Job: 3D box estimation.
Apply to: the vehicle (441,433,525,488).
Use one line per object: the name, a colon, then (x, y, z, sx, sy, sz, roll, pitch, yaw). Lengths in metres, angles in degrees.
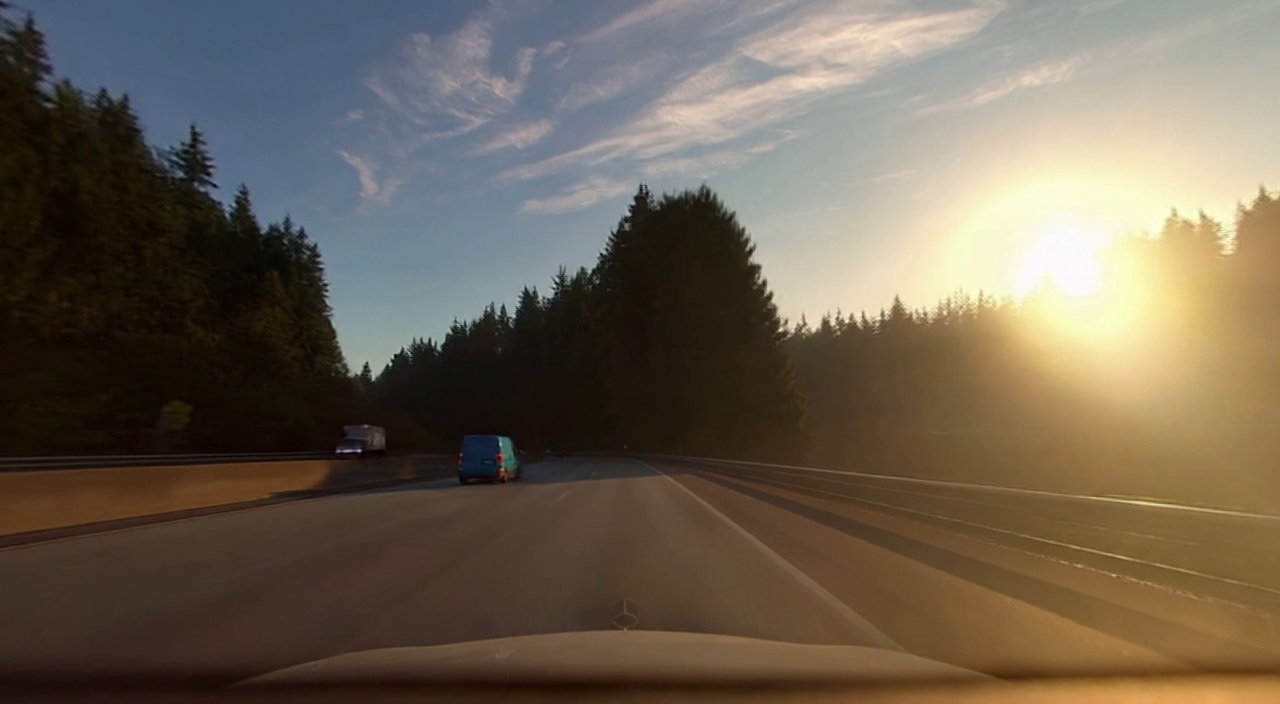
vehicle: (-6.305, 4.435, 26.024, 2.197, 2.038, 4.919, 0, -9, 0)
